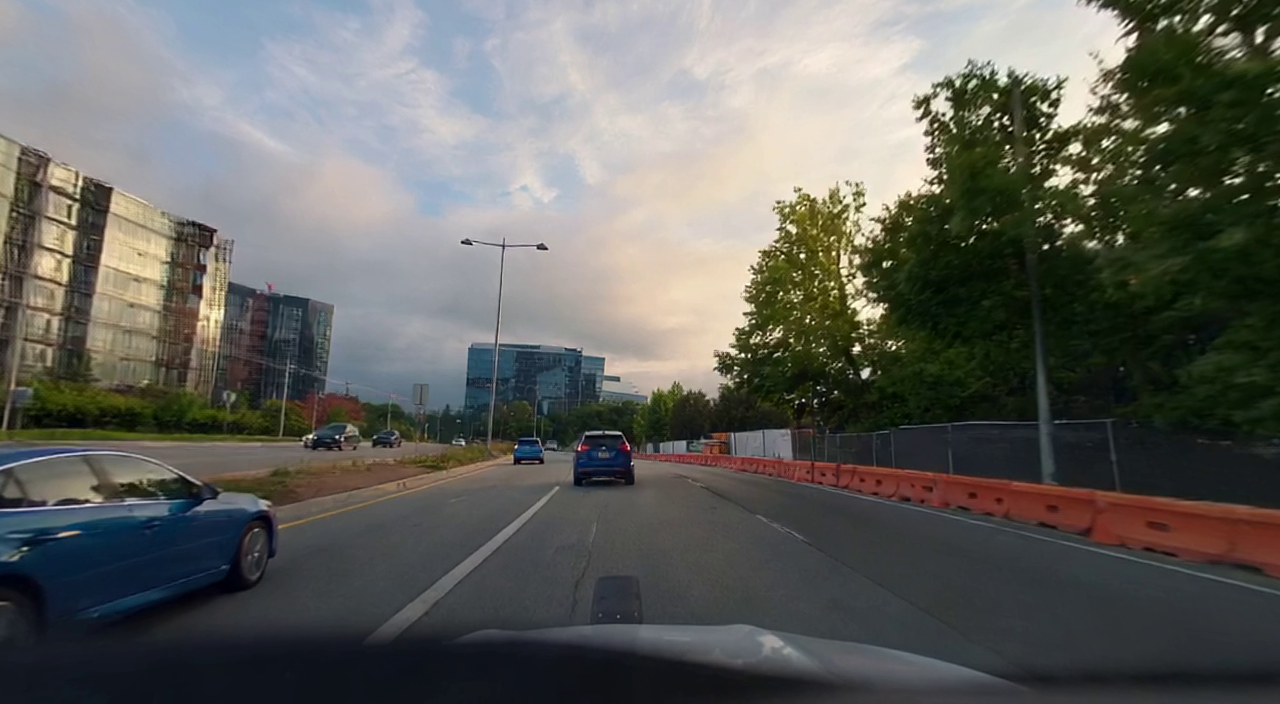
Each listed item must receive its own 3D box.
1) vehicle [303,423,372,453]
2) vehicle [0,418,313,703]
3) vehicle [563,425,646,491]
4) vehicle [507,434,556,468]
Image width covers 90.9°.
[{"bbox_3d":[-16.554,4.739,34.740,1.921,1.526,4.318,1,-8,-4],"label":"vehicle"},{"bbox_3d":[-3.958,1.134,3.817,1.848,1.406,4.013,0,-8,-1],"label":"vehicle"},{"bbox_3d":[-0.907,2.690,16.376,1.913,1.499,3.581,0,-8,-3],"label":"vehicle"},{"bbox_3d":[-5.111,4.679,30.126,1.888,1.486,4.310,1,-8,-5],"label":"vehicle"}]
